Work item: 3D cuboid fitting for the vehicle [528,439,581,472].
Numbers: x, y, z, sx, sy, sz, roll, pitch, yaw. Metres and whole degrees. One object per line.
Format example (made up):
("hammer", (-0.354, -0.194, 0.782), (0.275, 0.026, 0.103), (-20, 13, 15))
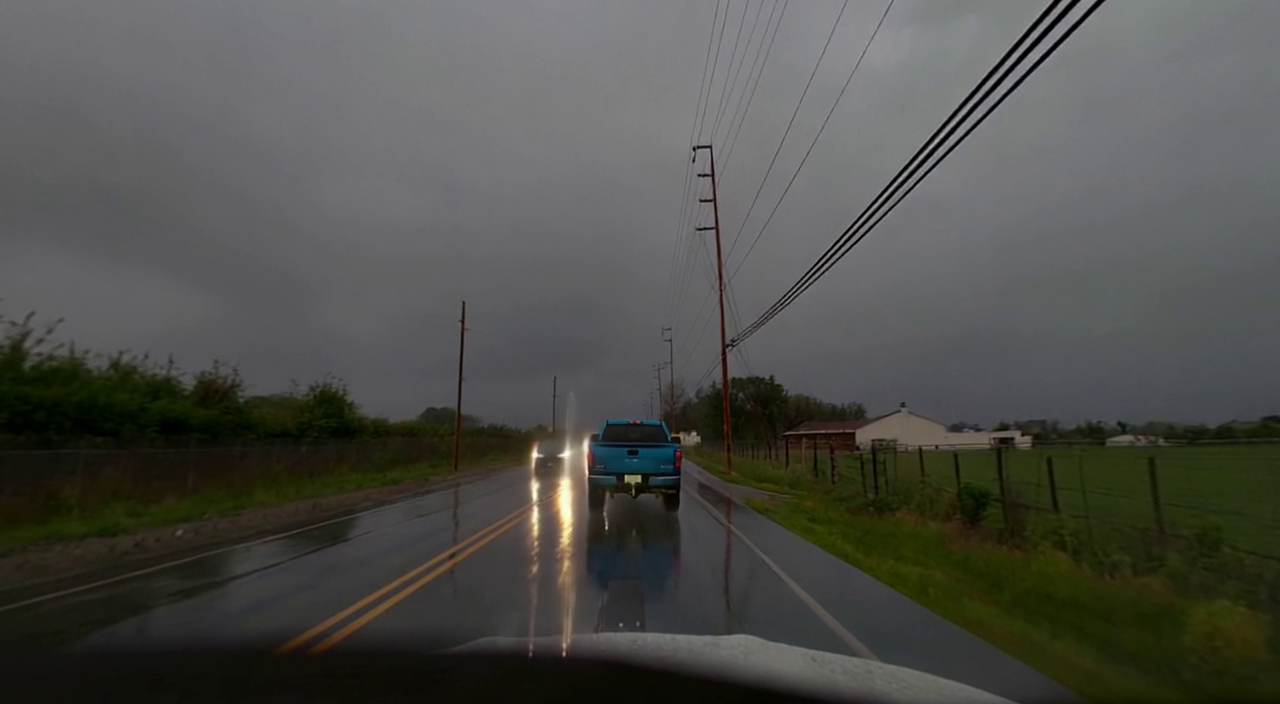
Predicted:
("vehicle", (-4.153, 5.118, 31.409), (1.935, 1.489, 4.495), (0, -8, 1))

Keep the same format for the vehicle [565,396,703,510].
("vehicle", (-0.169, 2.412, 15.376), (2.693, 2.223, 5.885), (0, -8, -1))
